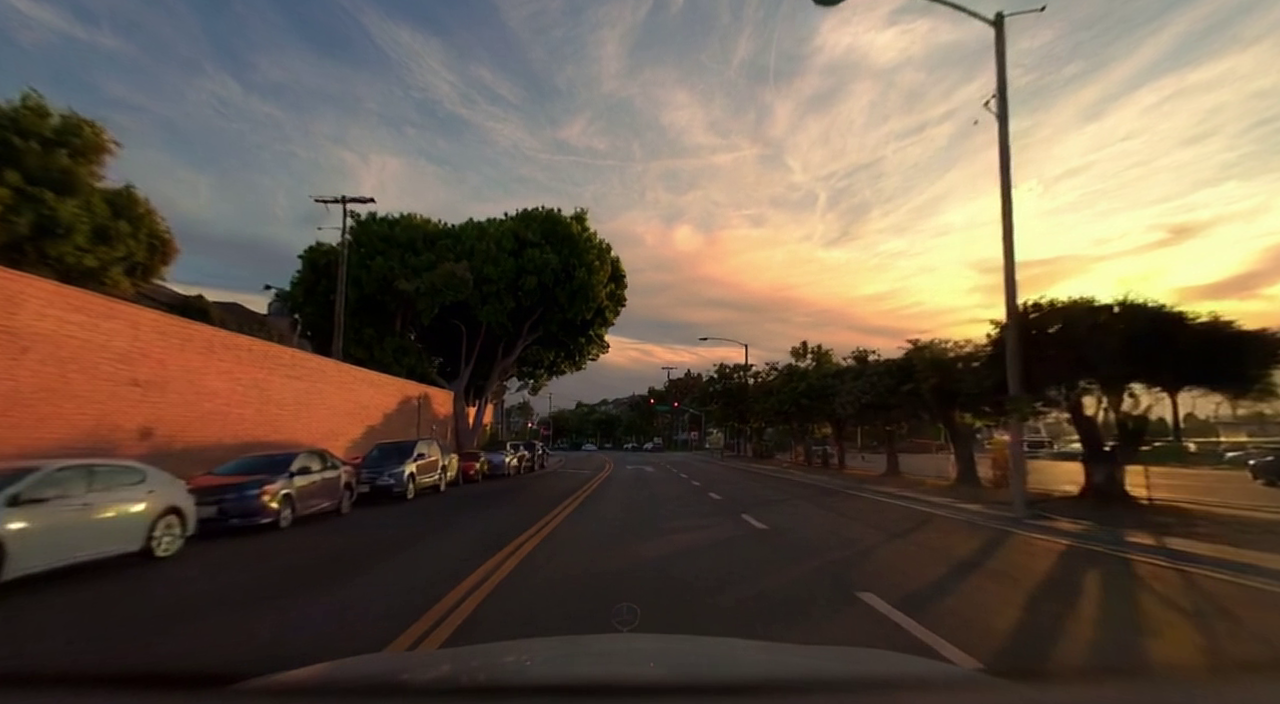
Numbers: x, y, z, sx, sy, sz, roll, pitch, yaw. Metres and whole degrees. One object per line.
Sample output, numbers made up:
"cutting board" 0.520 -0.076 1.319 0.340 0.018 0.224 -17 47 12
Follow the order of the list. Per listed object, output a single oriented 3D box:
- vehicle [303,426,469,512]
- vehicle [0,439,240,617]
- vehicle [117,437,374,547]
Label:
"vehicle" -6.517 3.074 17.138 2.150 1.854 5.551 2 -9 0
"vehicle" -6.664 1.728 6.780 1.989 1.485 4.218 1 -7 -1
"vehicle" -6.674 2.350 11.385 1.794 1.544 4.229 1 -8 1
